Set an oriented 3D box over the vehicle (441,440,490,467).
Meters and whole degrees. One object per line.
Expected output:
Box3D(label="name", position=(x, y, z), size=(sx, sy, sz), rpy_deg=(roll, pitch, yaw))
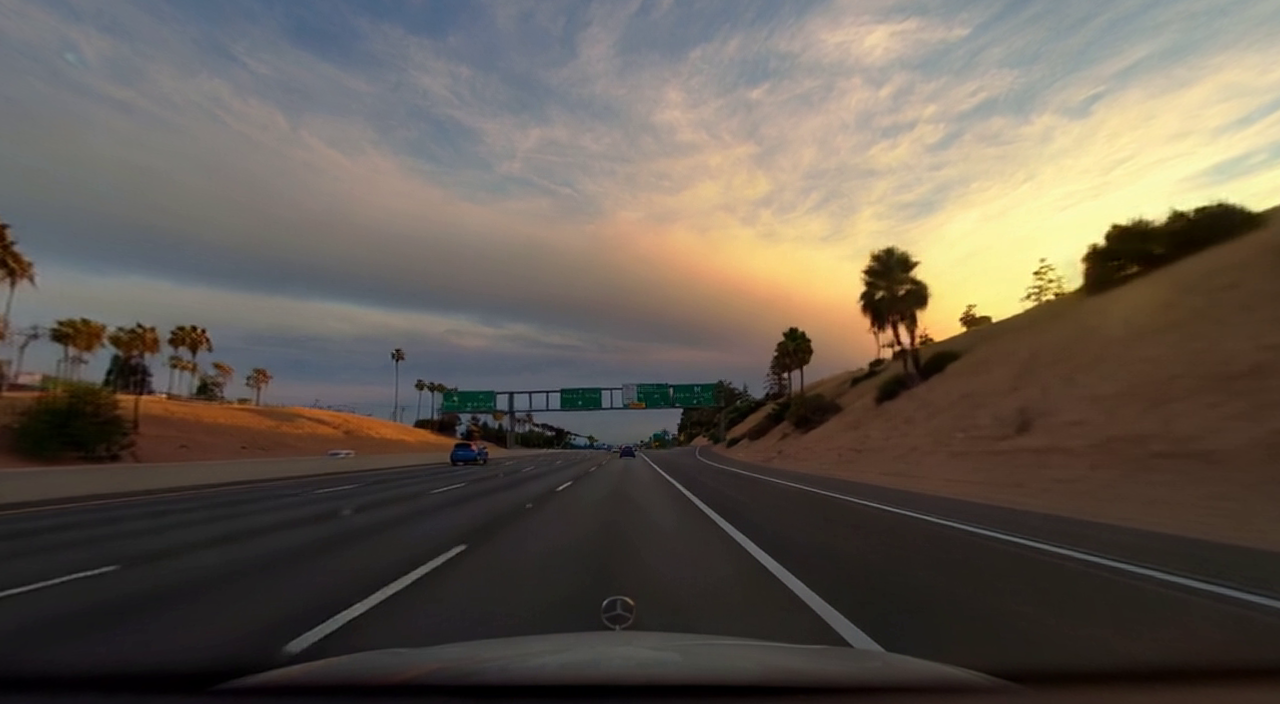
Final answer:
Box3D(label="vehicle", position=(-11.882, 6.946, 43.293), size=(2.016, 1.754, 4.543), rpy_deg=(0, -8, 0))
